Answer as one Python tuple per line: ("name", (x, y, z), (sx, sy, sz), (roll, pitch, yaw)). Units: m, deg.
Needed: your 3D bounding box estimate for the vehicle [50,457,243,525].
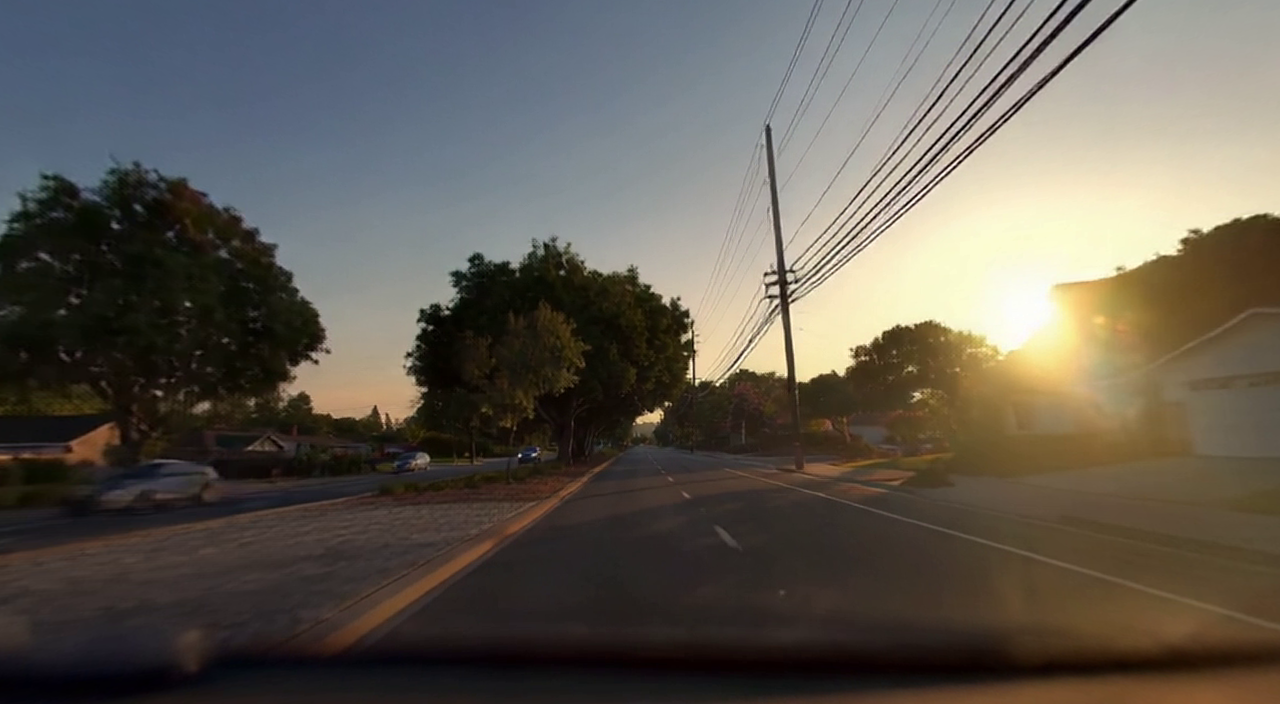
("vehicle", (-13.341, 3.740, 17.513), (1.897, 1.451, 4.298), (-3, -8, 0))
